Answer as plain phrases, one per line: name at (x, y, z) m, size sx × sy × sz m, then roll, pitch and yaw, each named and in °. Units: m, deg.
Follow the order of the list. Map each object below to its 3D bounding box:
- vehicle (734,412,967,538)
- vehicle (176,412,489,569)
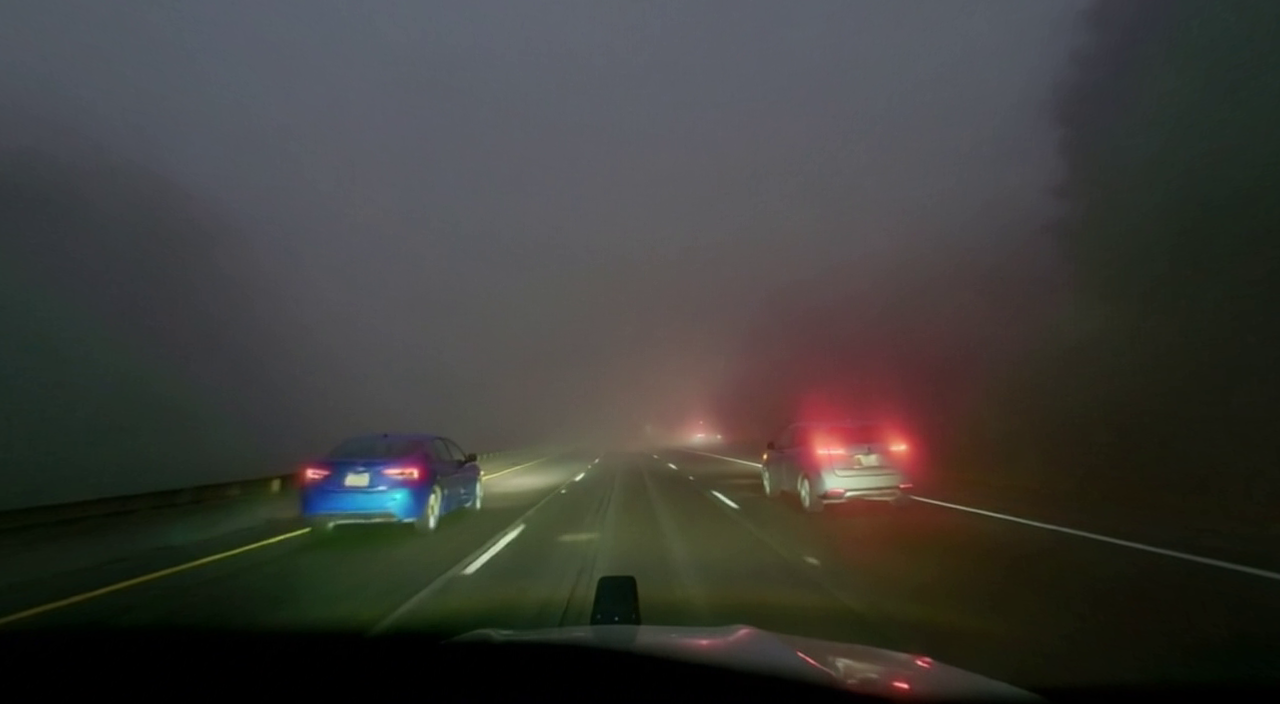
vehicle at (3.152, 1.947, 10.601) m, size 2.349 × 1.651 × 4.161 m, roll 0°, pitch -8°, yaw -2°
vehicle at (-3.751, 1.759, 8.825) m, size 2.206 × 1.604 × 4.374 m, roll 0°, pitch -8°, yaw -1°
